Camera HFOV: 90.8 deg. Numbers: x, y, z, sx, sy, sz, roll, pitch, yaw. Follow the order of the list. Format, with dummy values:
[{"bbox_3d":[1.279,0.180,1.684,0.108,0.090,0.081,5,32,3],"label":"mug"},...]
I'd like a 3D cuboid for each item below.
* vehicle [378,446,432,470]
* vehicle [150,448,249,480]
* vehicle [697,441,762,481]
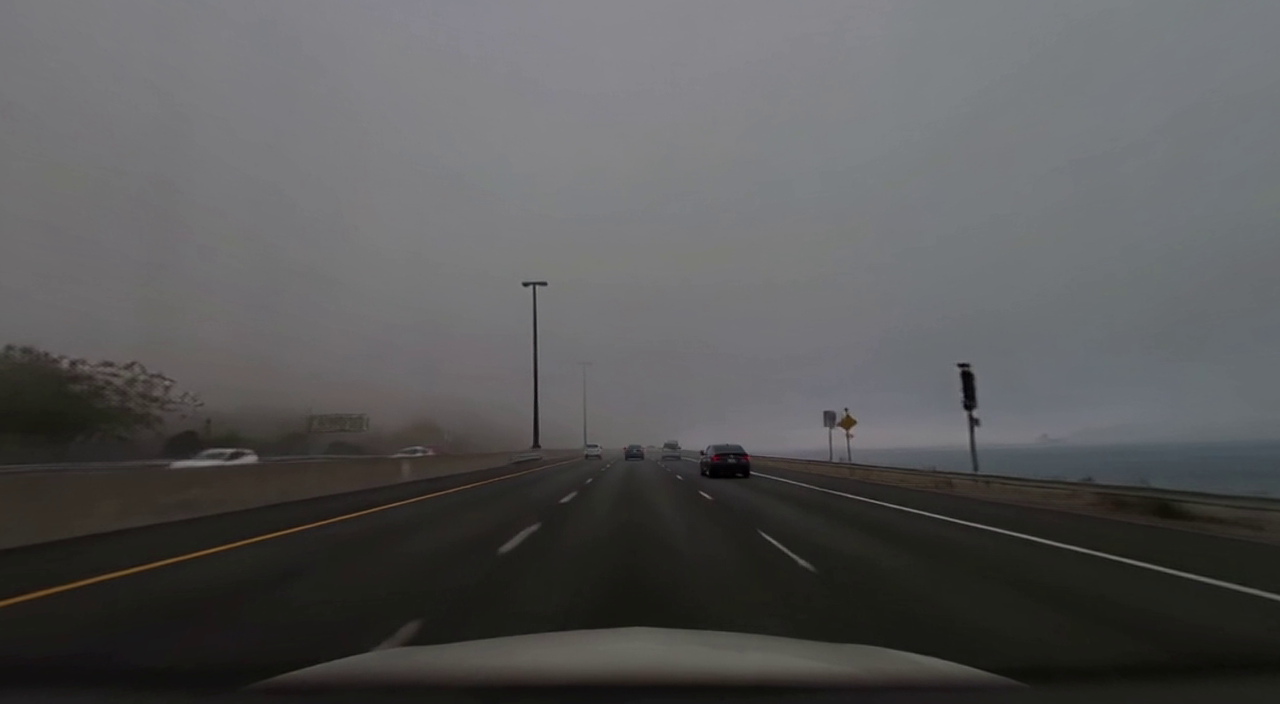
[{"bbox_3d":[-15.486,6.994,41.840,1.817,1.467,4.498,0,-8,0],"label":"vehicle"},{"bbox_3d":[-23.012,5.845,33.259,1.909,1.506,4.546,0,-8,0],"label":"vehicle"},{"bbox_3d":[3.497,4.354,25.560,1.890,1.490,4.373,0,-8,-1],"label":"vehicle"}]
